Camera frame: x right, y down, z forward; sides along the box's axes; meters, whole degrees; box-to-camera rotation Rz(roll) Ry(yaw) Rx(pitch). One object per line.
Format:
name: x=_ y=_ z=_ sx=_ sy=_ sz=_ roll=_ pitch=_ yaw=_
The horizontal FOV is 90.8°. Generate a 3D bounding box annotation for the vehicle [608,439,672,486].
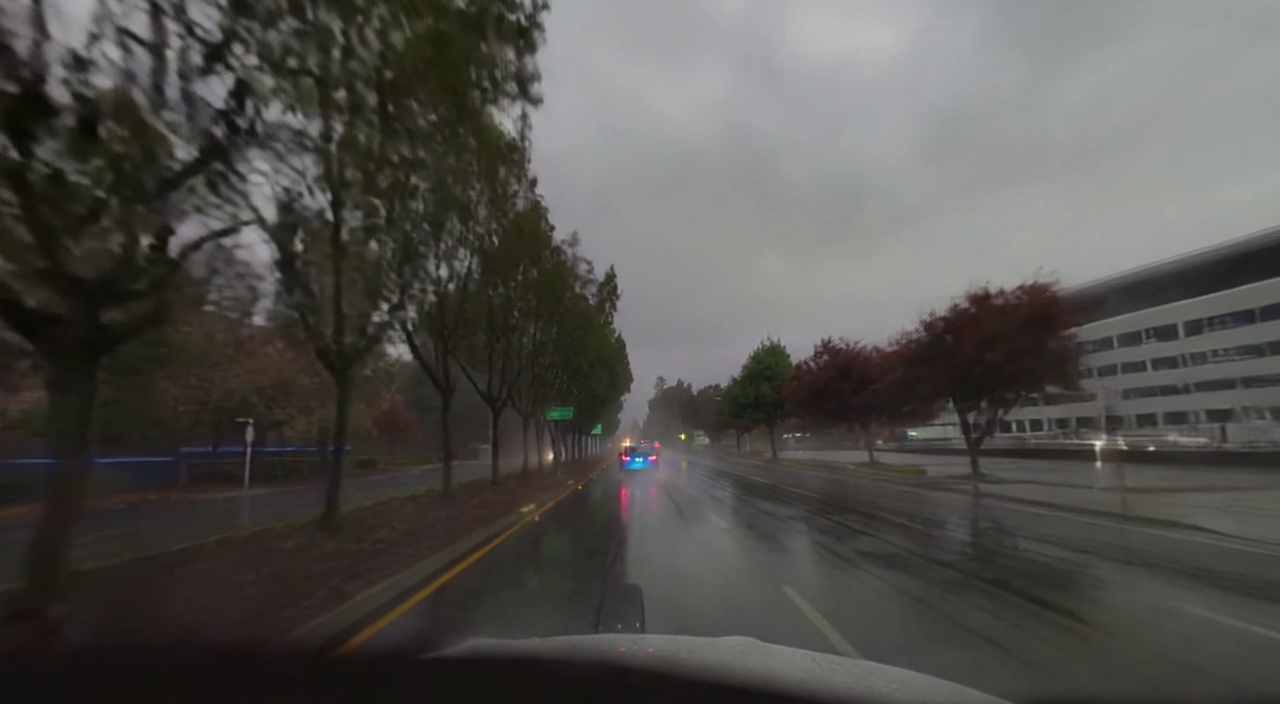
vehicle: x=-0.030 y=3.841 z=22.357 sx=2.042 sy=1.479 sz=4.601 roll=0 pitch=-8 yaw=-1
